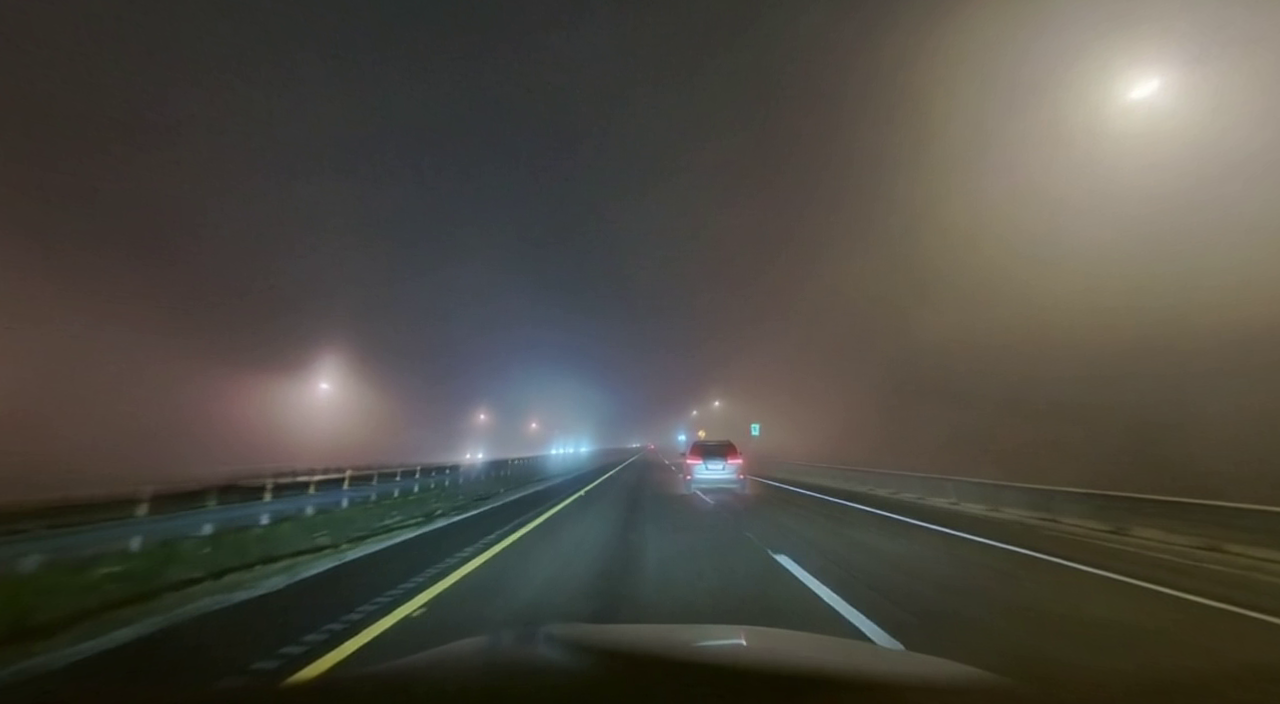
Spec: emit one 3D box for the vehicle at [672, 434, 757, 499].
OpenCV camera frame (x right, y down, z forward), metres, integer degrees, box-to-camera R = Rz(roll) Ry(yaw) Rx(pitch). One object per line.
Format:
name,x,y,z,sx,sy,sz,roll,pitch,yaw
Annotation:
vehicle,2.089,3.395,19.060,2.143,1.693,4.513,-1,-8,2
